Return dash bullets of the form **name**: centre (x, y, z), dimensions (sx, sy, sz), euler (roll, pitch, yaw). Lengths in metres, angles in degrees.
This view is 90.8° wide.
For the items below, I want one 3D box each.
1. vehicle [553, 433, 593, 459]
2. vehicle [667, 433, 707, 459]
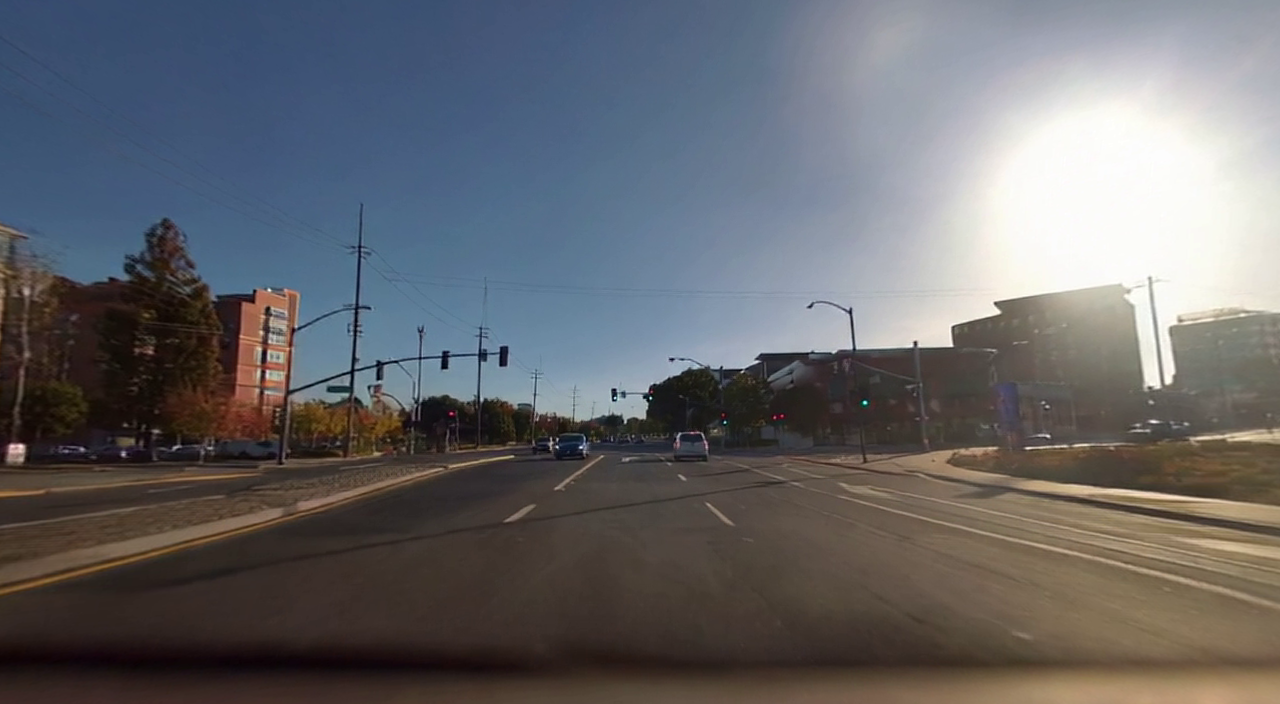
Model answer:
- **vehicle**: centre (-4.161, 5.881, 39.706), dimensions (1.973, 1.526, 4.533), euler (0, -8, 0)
- **vehicle**: centre (2.843, 5.858, 39.296), dimensions (2.130, 1.524, 4.722), euler (0, -8, 0)
